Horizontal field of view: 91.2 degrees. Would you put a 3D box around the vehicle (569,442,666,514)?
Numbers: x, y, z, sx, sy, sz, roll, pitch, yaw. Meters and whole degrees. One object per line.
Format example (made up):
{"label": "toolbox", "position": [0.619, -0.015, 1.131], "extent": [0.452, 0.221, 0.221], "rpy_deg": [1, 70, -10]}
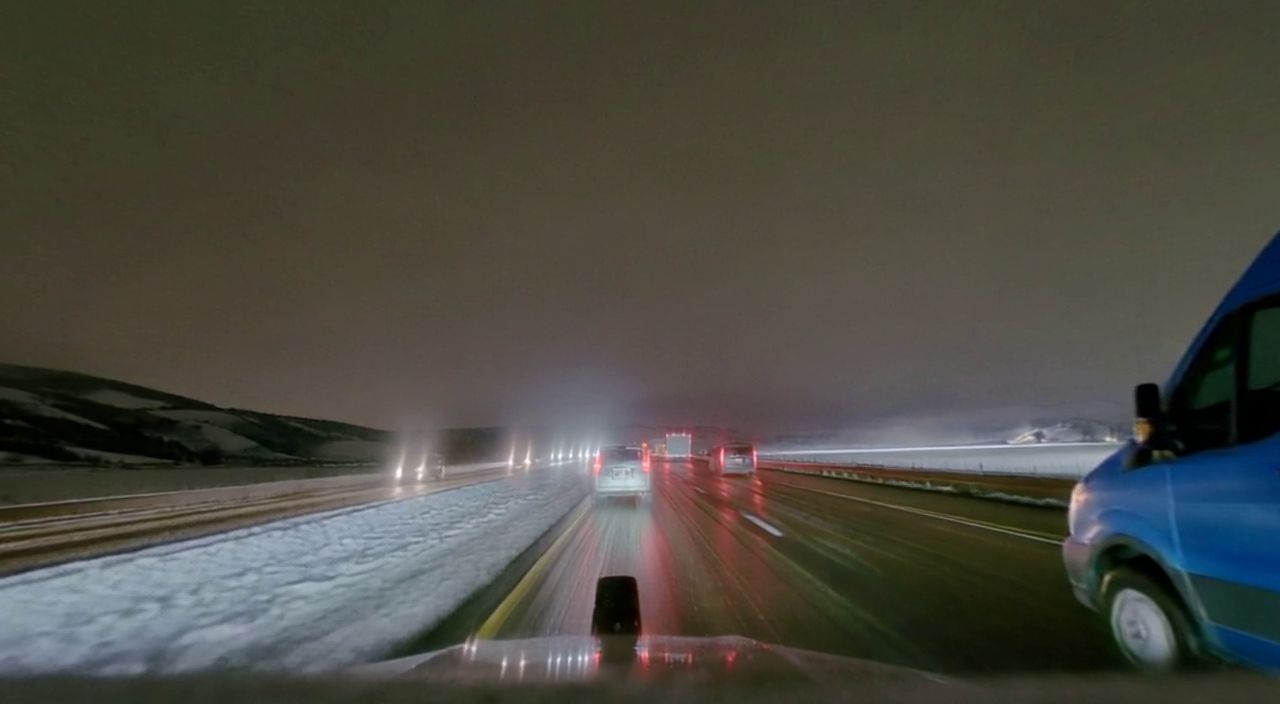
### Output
{"label": "vehicle", "position": [-0.478, 2.955, 15.107], "extent": [2.029, 1.483, 3.769], "rpy_deg": [0, -9, 0]}

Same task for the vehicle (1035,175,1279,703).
{"label": "vehicle", "position": [3.916, 0.247, 1.192], "extent": [2.399, 2.421, 5.829], "rpy_deg": [0, -9, -1]}

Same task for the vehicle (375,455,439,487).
{"label": "vehicle", "position": [-12.428, 6.330, 33.689], "extent": [1.823, 1.539, 4.087], "rpy_deg": [0, -9, 0]}

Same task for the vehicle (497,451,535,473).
{"label": "vehicle", "position": [-9.063, 8.077, 46.124], "extent": [1.894, 1.505, 4.103], "rpy_deg": [0, -9, 0]}

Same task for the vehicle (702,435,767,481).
{"label": "vehicle", "position": [4.363, 4.984, 29.716], "extent": [2.261, 1.952, 4.784], "rpy_deg": [0, -9, -1]}
